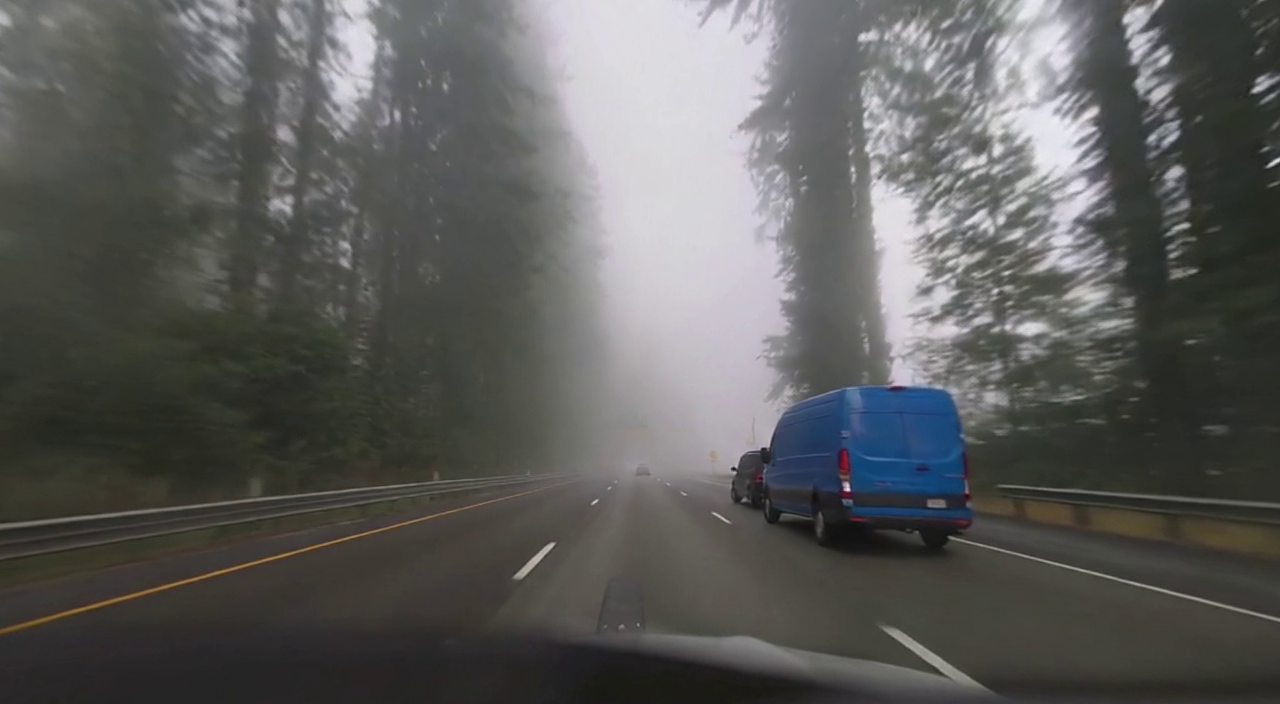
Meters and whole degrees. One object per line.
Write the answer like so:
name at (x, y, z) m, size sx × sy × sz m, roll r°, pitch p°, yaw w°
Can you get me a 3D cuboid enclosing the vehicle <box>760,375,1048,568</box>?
vehicle at (4.402, 2.320, 12.425) m, size 2.737 × 2.711 × 6.687 m, roll 1°, pitch -11°, yaw 0°
